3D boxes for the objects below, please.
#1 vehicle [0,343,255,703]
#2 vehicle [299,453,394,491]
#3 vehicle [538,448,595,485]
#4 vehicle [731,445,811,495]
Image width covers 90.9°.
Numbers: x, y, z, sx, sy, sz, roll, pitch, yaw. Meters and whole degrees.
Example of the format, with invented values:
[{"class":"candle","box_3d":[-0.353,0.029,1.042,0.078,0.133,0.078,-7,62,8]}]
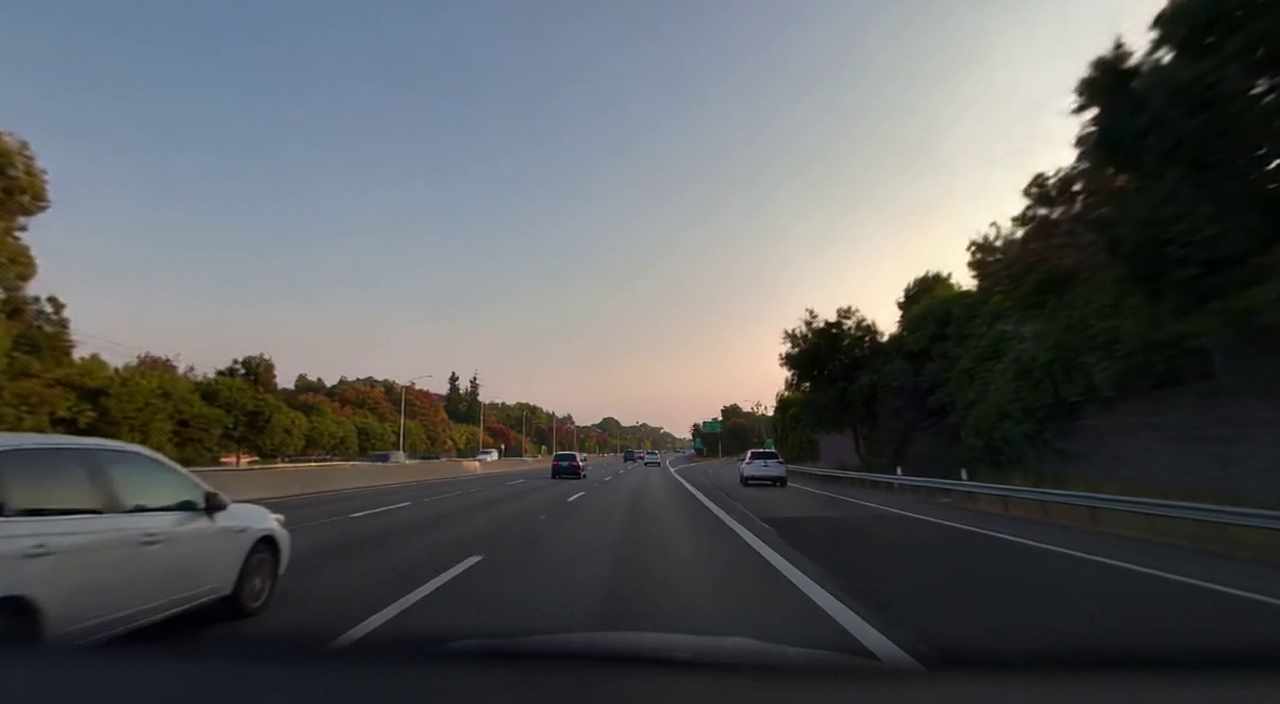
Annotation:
[{"class":"vehicle","box_3d":[-3.564,0.712,1.704,2.263,1.696,4.321,0,-9,0]},{"class":"vehicle","box_3d":[-12.639,5.162,27.493,1.979,1.476,4.417,0,-9,1]},{"class":"vehicle","box_3d":[-3.227,5.117,28.443,1.997,1.540,3.906,0,-9,2]},{"class":"vehicle","box_3d":[4.488,4.113,22.288,2.020,1.548,4.715,0,-9,3]}]
